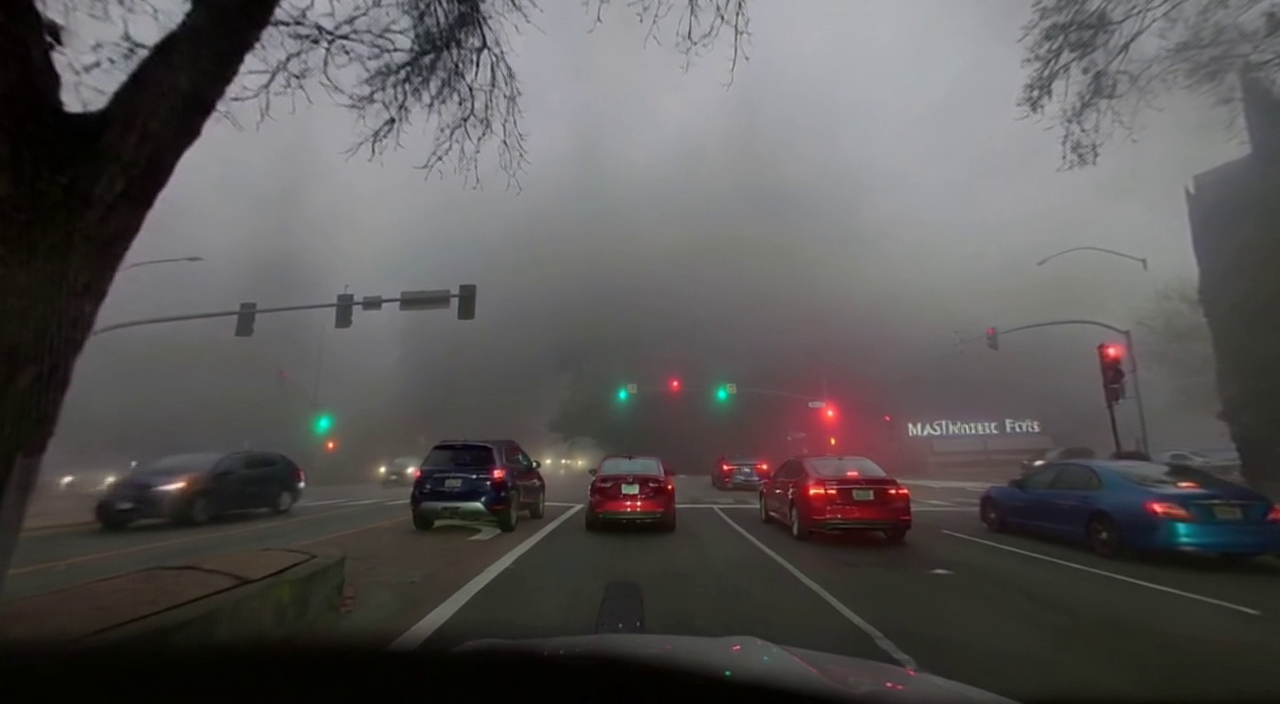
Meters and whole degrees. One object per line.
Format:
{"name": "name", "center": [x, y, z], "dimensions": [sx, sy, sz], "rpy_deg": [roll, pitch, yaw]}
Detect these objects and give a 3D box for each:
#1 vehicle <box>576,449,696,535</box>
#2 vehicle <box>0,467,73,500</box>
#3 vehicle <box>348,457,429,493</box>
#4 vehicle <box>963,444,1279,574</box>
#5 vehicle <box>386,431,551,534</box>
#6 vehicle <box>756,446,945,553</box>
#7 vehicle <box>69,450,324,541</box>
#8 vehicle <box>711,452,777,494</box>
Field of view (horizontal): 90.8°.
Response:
{"name": "vehicle", "center": [-0.054, 2.759, 13.084], "dimensions": [2.098, 1.477, 3.897], "rpy_deg": [0, -9, 1]}
{"name": "vehicle", "center": [-34.665, 7.271, 35.024], "dimensions": [4.238, 1.671, 1.898], "rpy_deg": [2, -10, -13]}
{"name": "vehicle", "center": [-11.768, 5.757, 29.921], "dimensions": [1.912, 1.477, 4.398], "rpy_deg": [0, -9, 2]}
{"name": "vehicle", "center": [7.264, 2.213, 9.829], "dimensions": [2.004, 1.508, 4.646], "rpy_deg": [0, -9, 0]}
{"name": "vehicle", "center": [-3.445, 2.733, 13.968], "dimensions": [2.160, 1.823, 5.115], "rpy_deg": [0, -9, 1]}
{"name": "vehicle", "center": [3.405, 2.437, 11.192], "dimensions": [2.020, 1.513, 4.120], "rpy_deg": [0, -9, 2]}
{"name": "vehicle", "center": [-8.592, 2.767, 12.892], "dimensions": [1.976, 1.499, 4.355], "rpy_deg": [0, -9, 1]}
{"name": "vehicle", "center": [4.047, 4.760, 25.257], "dimensions": [1.888, 1.472, 4.528], "rpy_deg": [0, -9, 1]}
